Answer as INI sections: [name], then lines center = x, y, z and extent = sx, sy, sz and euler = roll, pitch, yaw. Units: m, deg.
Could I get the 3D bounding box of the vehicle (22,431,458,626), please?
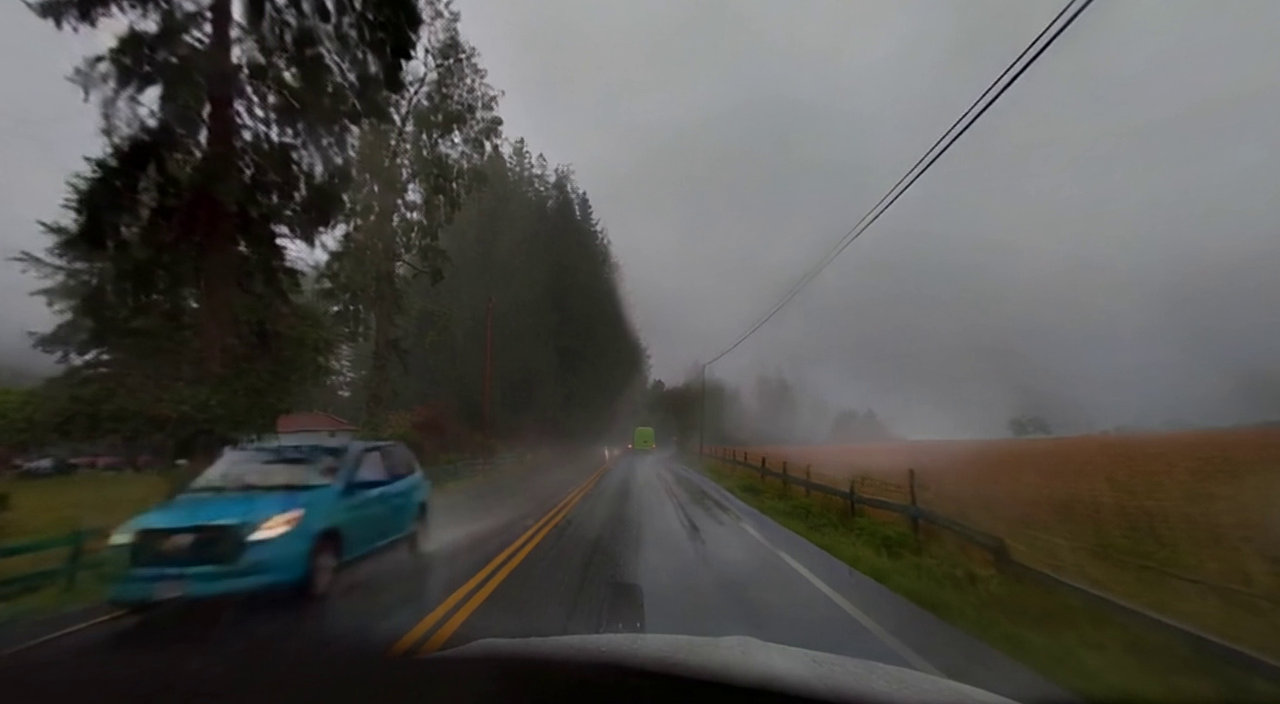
[vehicle]
center = -3.780, 1.716, 7.237
extent = 2.021, 1.491, 4.519
euler = 0, -8, 0
